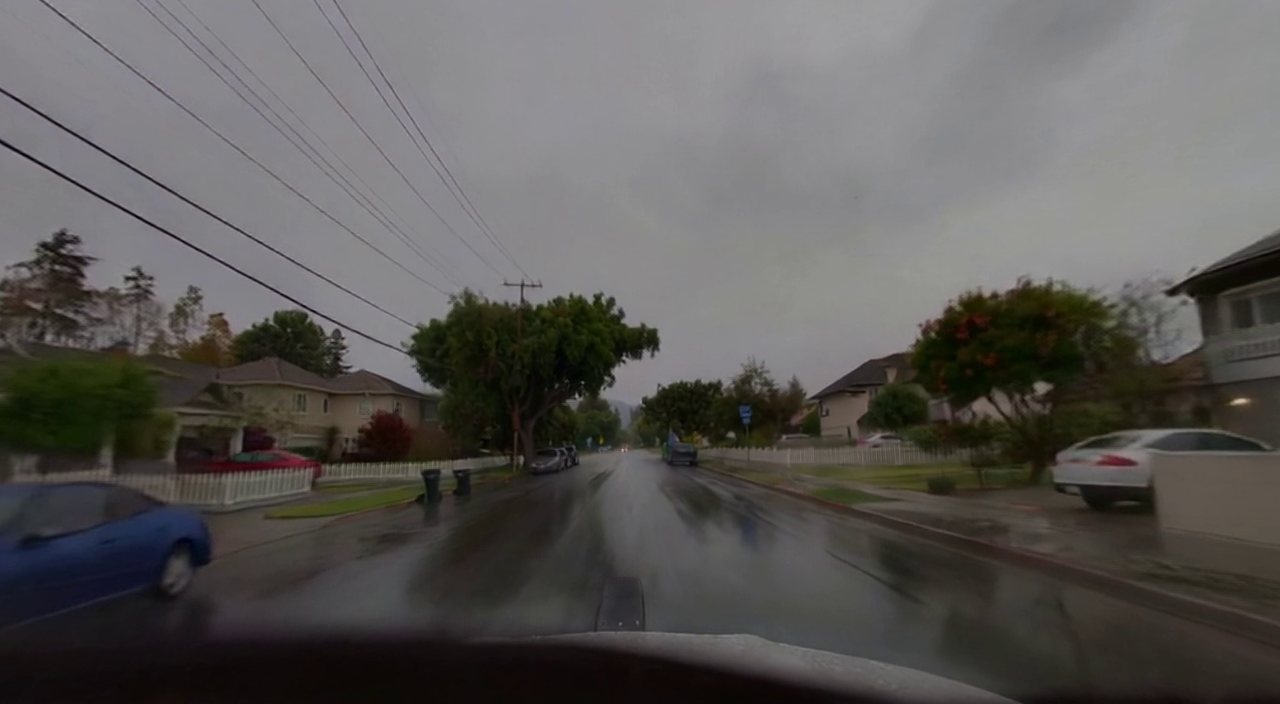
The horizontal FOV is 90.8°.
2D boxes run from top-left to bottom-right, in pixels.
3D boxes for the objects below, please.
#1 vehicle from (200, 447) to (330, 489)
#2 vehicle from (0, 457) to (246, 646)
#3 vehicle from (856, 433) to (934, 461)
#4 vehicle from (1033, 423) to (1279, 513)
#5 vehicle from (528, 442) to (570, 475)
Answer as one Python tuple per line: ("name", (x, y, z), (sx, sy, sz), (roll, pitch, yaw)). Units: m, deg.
("vehicle", (-16.389, 5.087, 27.778), (4.402, 1.741, 1.951), (0, -9, -2))
("vehicle", (-5.929, 1.782, 5.875), (1.891, 1.362, 4.301), (-3, -8, -1))
("vehicle", (16.984, 6.371, 42.262), (4.268, 1.788, 2.156), (-1, -9, 1))
("vehicle", (10.339, 2.132, 11.837), (4.629, 1.504, 1.945), (0, -9, -1))
("vehicle", (-6.150, 7.229, 43.311), (2.050, 1.911, 4.852), (-3, -8, 0))
